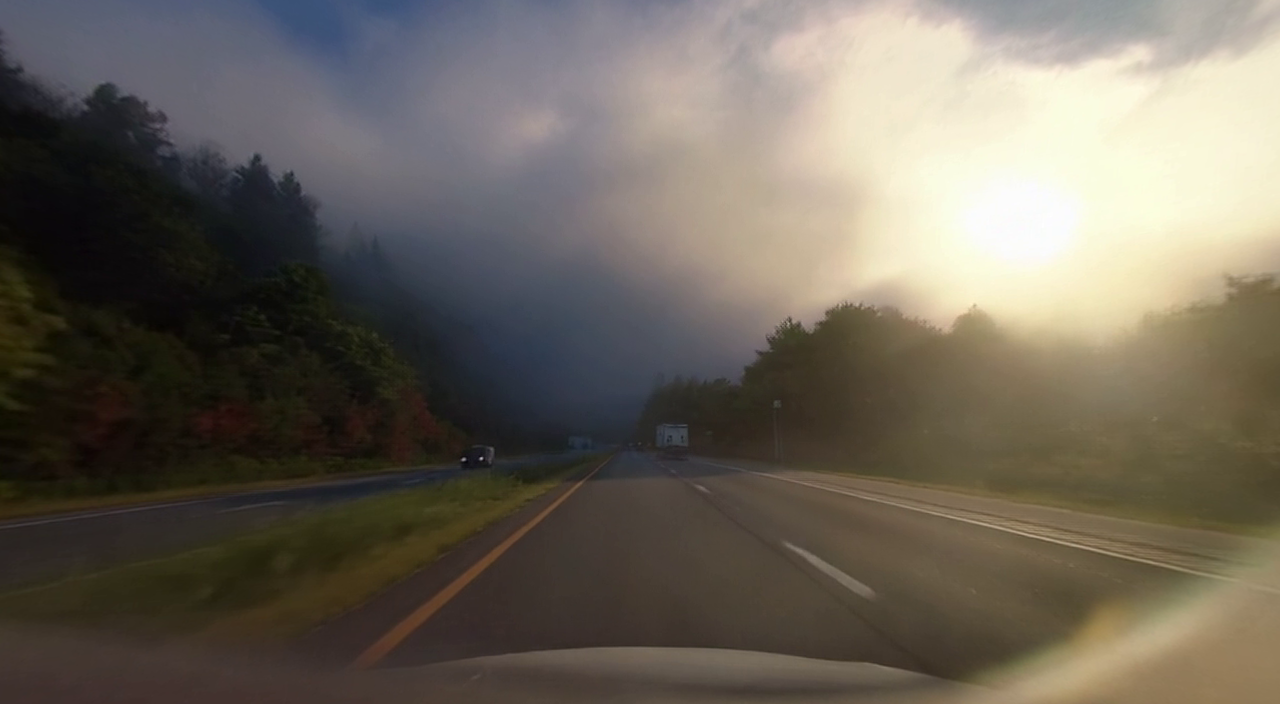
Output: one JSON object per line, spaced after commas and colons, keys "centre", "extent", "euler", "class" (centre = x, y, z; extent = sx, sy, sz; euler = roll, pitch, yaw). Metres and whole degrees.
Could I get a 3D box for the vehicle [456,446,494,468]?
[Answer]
{"centre": [-13.079, 8.319, 49.984], "extent": [1.989, 1.612, 3.884], "euler": [0, -8, -1], "class": "vehicle"}
